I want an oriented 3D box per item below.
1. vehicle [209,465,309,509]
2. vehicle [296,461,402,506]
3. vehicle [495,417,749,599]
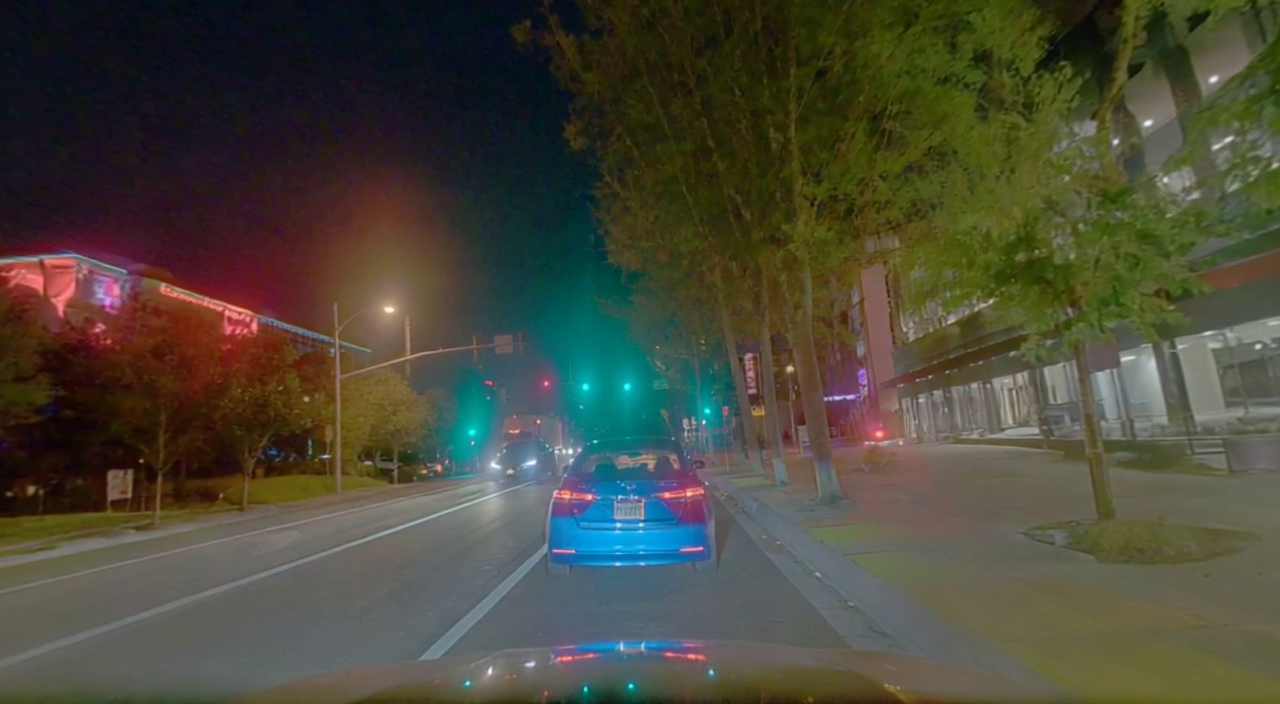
[{"bbox_3d":[-17.441,6.155,28.917,3.516,1.383,1.704,-10,-10,1],"label":"vehicle"},{"bbox_3d":[-11.226,5.077,24.724,2.010,1.483,4.324,0,-8,1],"label":"vehicle"},{"bbox_3d":[-0.065,1.577,7.228,2.094,1.478,3.922,-1,-8,3],"label":"vehicle"}]
